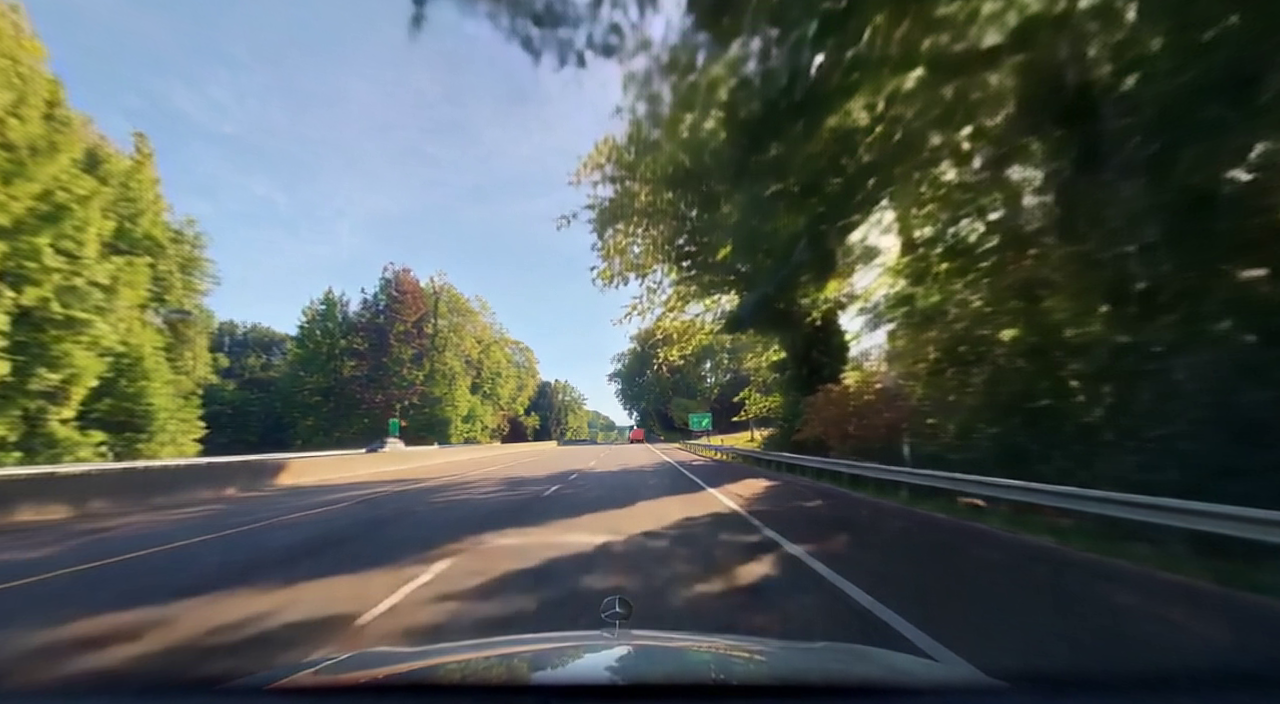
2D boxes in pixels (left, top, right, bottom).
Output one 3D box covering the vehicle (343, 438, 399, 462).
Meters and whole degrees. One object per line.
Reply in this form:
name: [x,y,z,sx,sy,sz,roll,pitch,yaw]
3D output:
vehicle: [-17.662,6.414,41.553,1.904,1.469,4.186,0,-8,-1]
